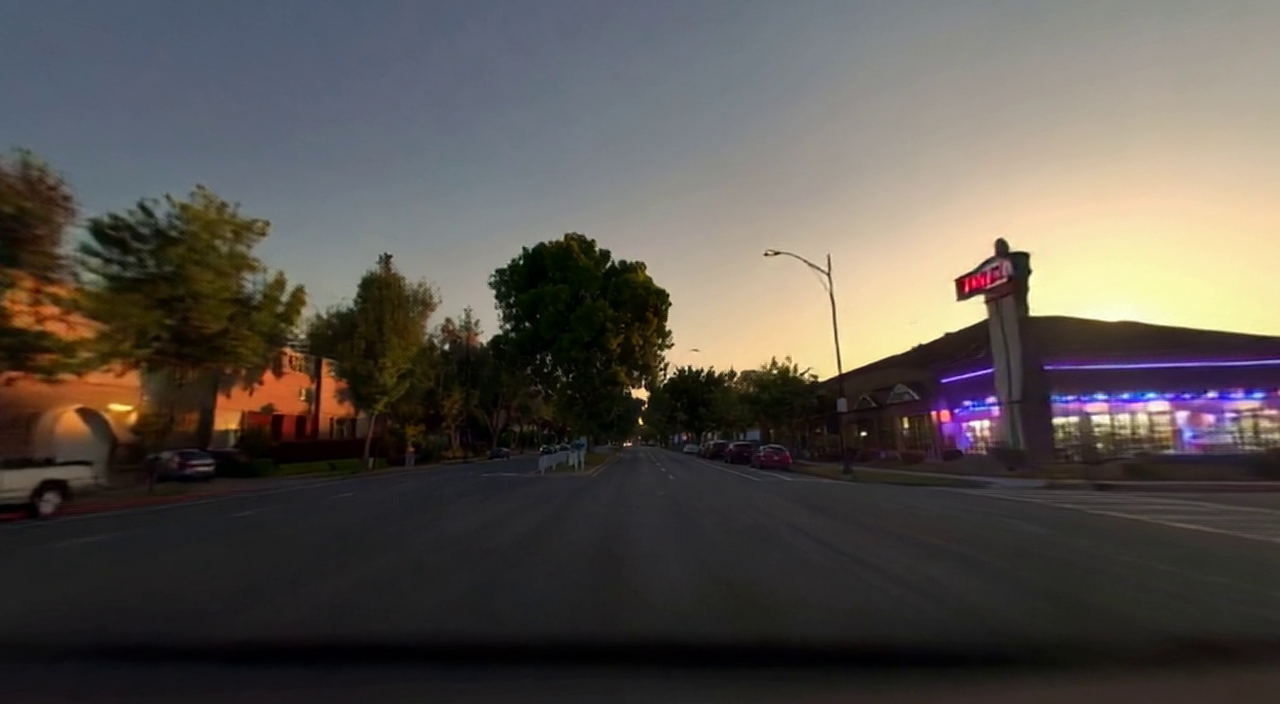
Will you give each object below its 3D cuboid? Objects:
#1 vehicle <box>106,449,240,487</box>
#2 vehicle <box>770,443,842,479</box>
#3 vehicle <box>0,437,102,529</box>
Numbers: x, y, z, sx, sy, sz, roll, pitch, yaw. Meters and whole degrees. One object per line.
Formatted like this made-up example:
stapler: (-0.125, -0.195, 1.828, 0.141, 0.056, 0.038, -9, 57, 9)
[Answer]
vehicle: (-20.533, 5.107, 27.971, 4.193, 1.583, 2.006, 2, -9, -9)
vehicle: (7.351, 4.845, 28.455, 2.057, 1.478, 4.356, 0, -8, 0)
vehicle: (-14.726, 2.729, 13.023, 2.164, 1.933, 5.804, 0, -8, 0)
